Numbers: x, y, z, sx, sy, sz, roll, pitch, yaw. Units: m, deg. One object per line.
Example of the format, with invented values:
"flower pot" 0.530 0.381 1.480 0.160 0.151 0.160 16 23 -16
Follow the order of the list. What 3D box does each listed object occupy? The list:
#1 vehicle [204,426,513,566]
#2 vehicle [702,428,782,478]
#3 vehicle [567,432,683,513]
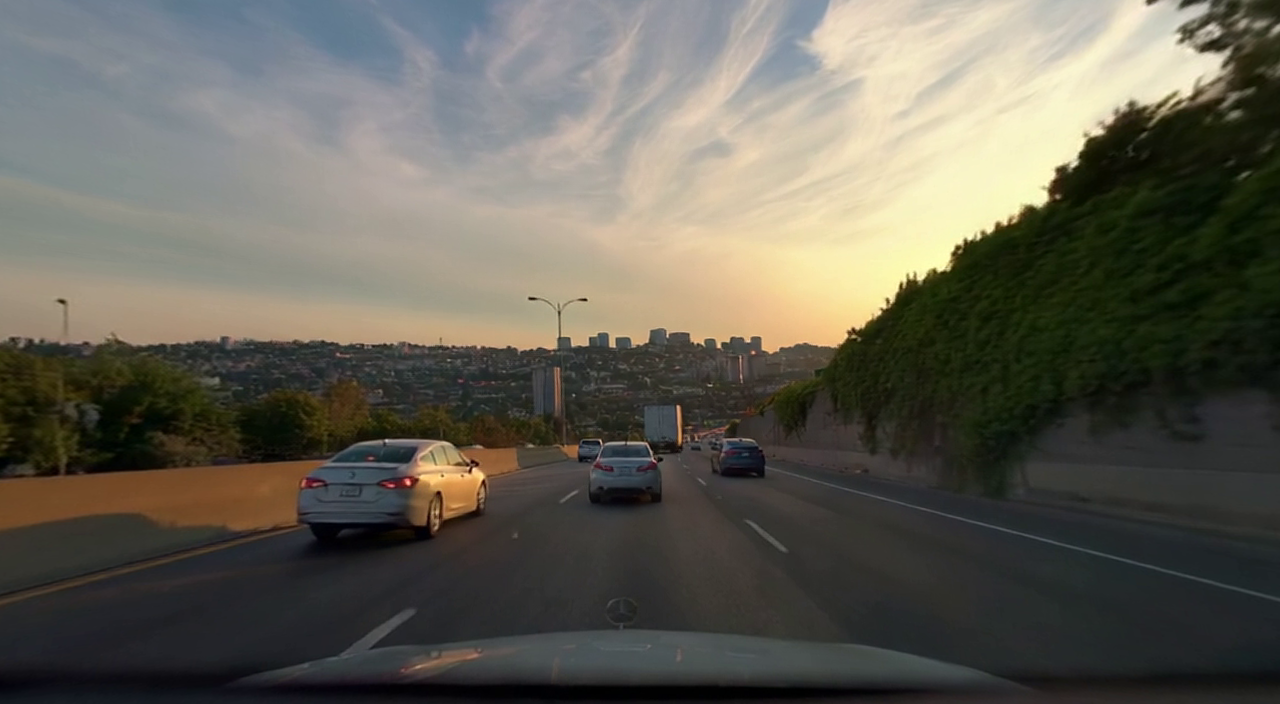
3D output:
"vehicle" -3.528 1.926 9.319 2.130 1.474 5.027 -1 -9 2
"vehicle" 3.686 3.755 23.688 2.166 1.666 4.618 0 -9 -1
"vehicle" -0.252 2.542 13.753 2.136 1.470 3.971 0 -9 1
